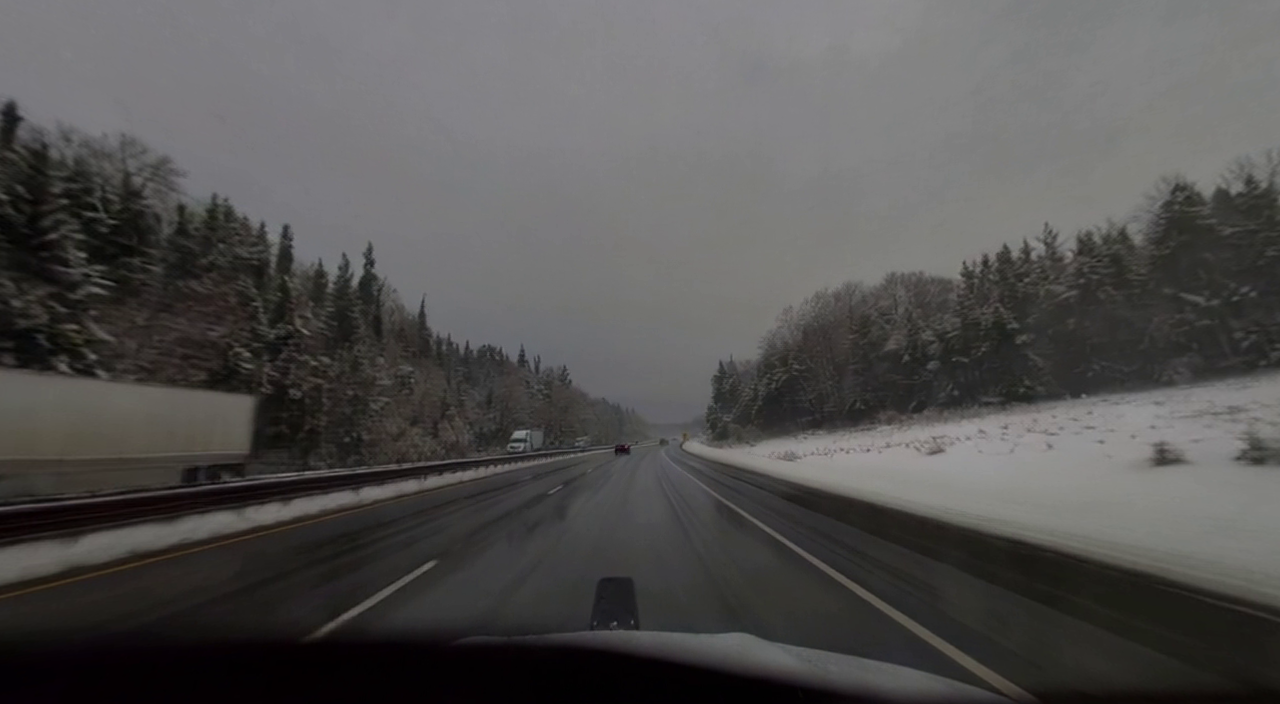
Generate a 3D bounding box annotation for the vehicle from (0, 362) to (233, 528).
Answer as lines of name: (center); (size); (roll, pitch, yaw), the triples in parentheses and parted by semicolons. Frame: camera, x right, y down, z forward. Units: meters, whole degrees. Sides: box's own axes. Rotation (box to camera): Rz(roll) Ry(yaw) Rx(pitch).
vehicle: (-17.030, 2.471, 16.714); (2.931, 4.017, 14.287); (0, -8, 0)
